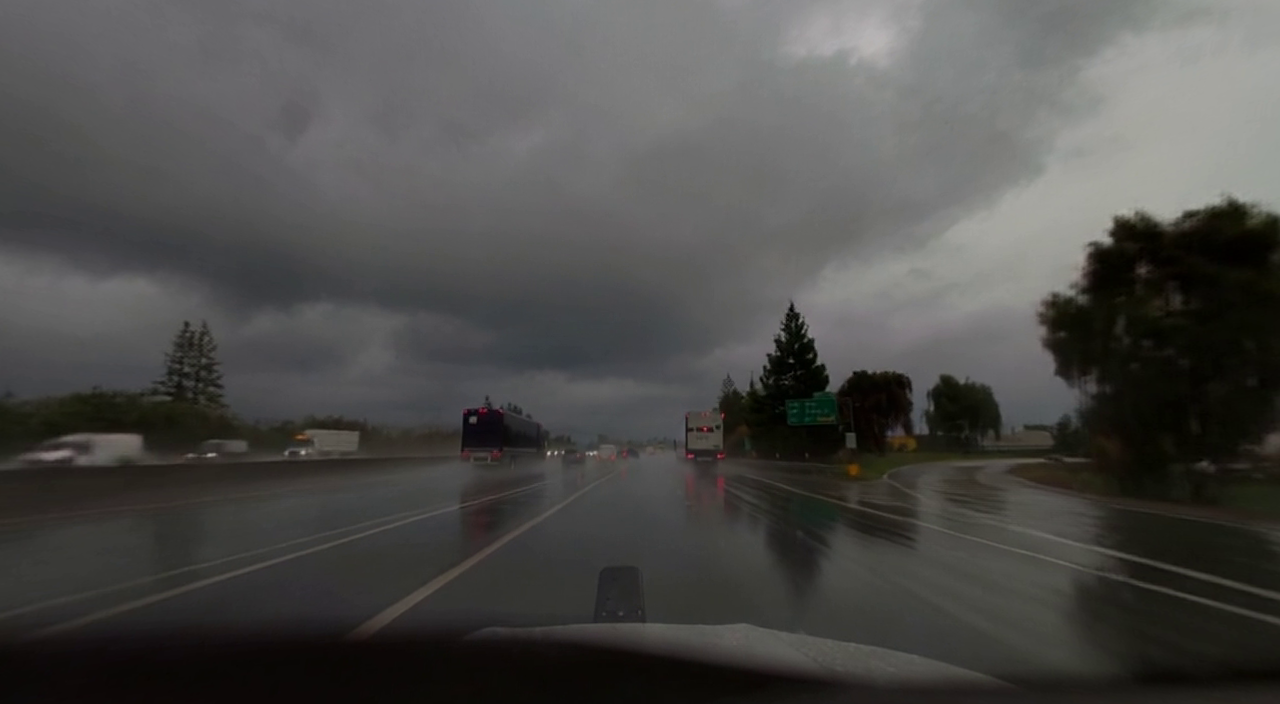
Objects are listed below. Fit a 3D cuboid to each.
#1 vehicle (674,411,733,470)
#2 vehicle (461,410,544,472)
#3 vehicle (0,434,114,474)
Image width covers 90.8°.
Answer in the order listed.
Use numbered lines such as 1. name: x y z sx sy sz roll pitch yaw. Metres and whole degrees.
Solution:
1. vehicle: 4.299 6.552 45.827 2.928 3.595 13.975 0 -9 0
2. vehicle: -10.185 6.976 48.774 2.891 4.062 14.230 -1 -9 1
3. vehicle: -27.280 4.698 29.037 2.024 1.689 4.613 -1 -9 2
